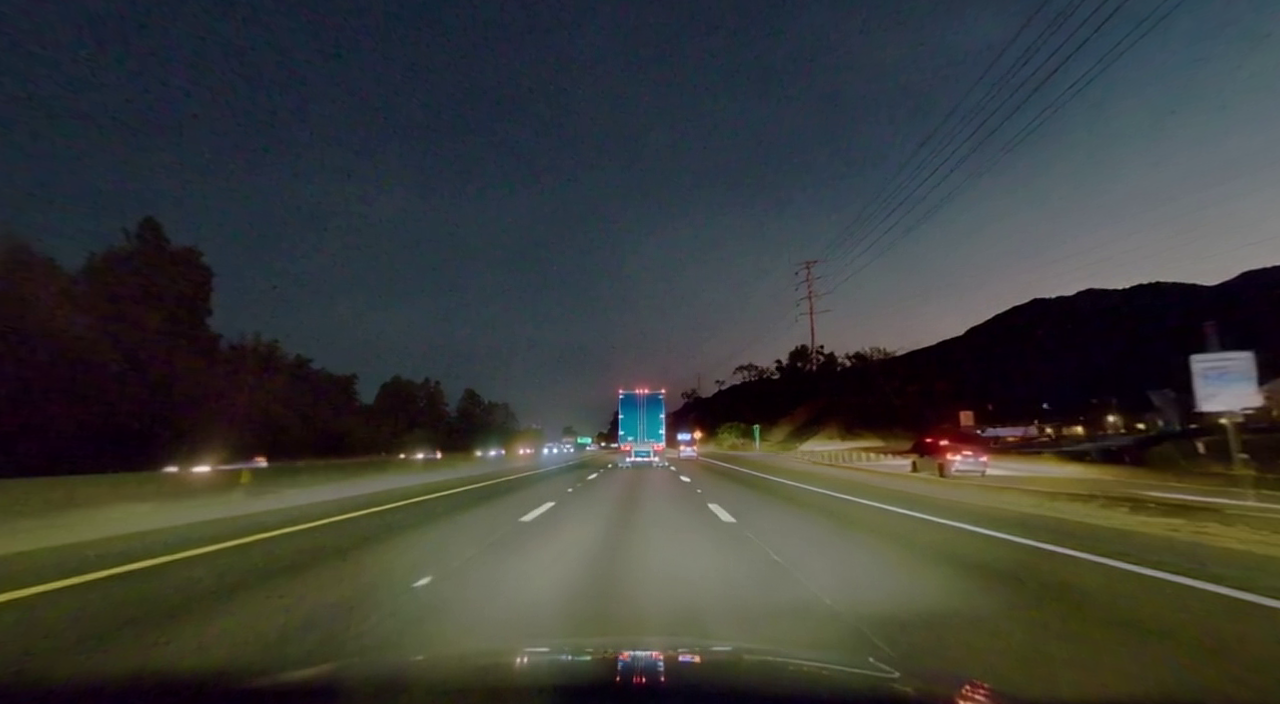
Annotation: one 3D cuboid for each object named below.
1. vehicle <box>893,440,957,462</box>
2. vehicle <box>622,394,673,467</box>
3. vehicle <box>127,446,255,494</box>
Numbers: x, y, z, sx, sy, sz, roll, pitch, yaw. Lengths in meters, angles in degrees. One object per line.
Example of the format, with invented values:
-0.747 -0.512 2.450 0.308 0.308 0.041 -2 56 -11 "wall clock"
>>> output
20.998 7.316 46.667 2.037 1.564 4.905 1 -9 -6 "vehicle"
0.367 5.323 41.789 2.919 4.101 11.541 0 -8 -1 "vehicle"
-20.040 5.229 28.491 2.111 1.965 4.954 0 -8 0 "vehicle"
